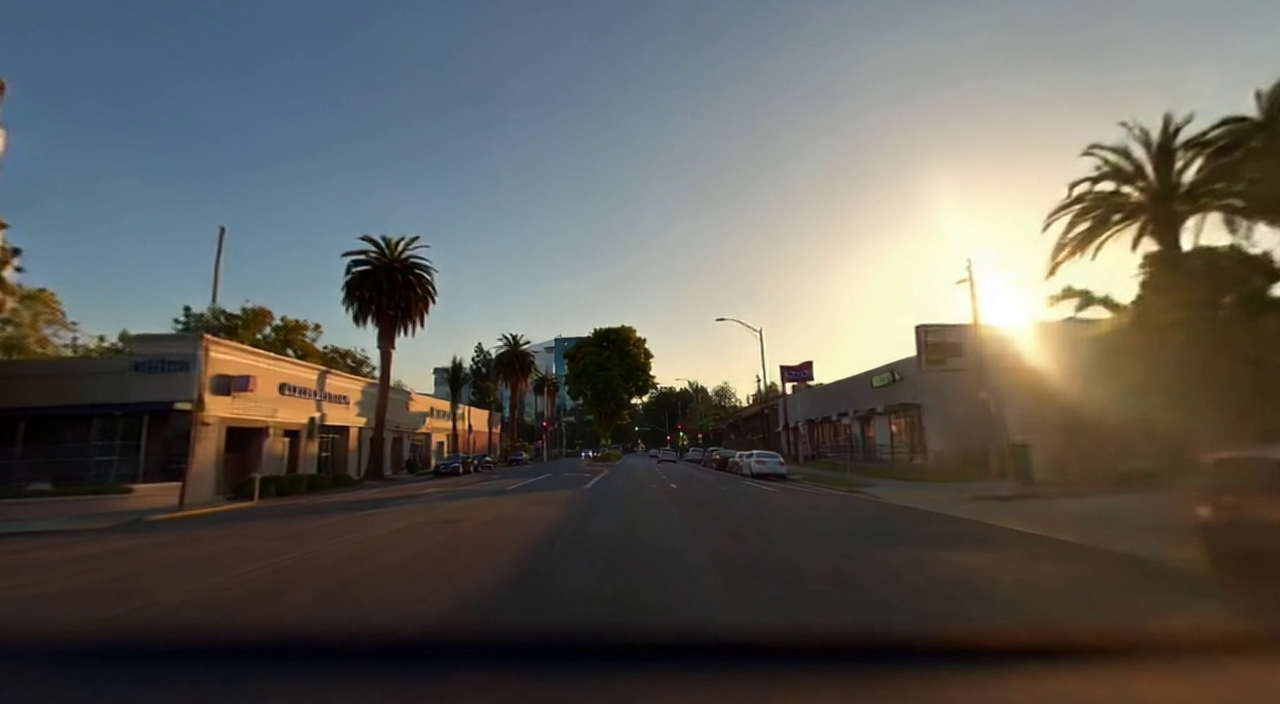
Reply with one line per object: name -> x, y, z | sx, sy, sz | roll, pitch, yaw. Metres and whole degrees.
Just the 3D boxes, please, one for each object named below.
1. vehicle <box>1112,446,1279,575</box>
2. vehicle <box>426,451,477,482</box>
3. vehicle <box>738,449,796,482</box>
vehicle -> 8.787, 2.150, 9.382 | 2.067, 1.477, 4.653 | -8, -12, 44
vehicle -> -13.023, 7.890, 43.930 | 1.975, 1.570, 5.265 | -8, -7, -3
vehicle -> 6.364, 5.701, 32.136 | 1.840, 1.503, 4.760 | 0, -8, -1
